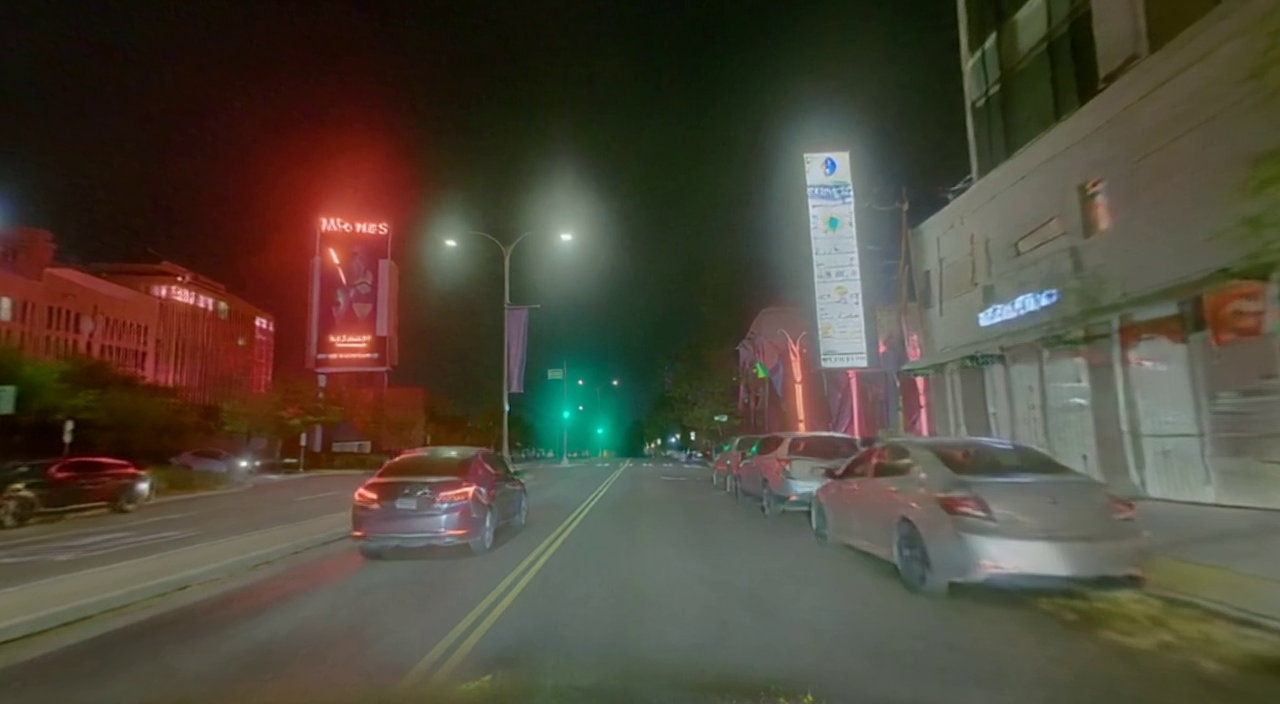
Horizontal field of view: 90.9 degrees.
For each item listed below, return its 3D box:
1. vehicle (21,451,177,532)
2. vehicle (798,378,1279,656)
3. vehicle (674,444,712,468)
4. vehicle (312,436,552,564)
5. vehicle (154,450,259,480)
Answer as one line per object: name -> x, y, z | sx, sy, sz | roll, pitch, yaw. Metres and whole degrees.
vehicle -> -12.378, 3.016, 14.325 | 4.522, 1.479, 2.048 | -8, -11, 42
vehicle -> 3.202, 1.404, 6.492 | 2.086, 1.792, 4.608 | 0, -8, 2
vehicle -> 3.400, 6.800, 41.379 | 1.950, 1.462, 4.807 | 0, -8, -1
vehicle -> -2.680, 2.009, 9.427 | 2.030, 1.436, 4.388 | 0, -8, 1
vehicle -> -23.649, 6.167, 34.472 | 4.358, 1.522, 1.970 | 0, -8, 4
